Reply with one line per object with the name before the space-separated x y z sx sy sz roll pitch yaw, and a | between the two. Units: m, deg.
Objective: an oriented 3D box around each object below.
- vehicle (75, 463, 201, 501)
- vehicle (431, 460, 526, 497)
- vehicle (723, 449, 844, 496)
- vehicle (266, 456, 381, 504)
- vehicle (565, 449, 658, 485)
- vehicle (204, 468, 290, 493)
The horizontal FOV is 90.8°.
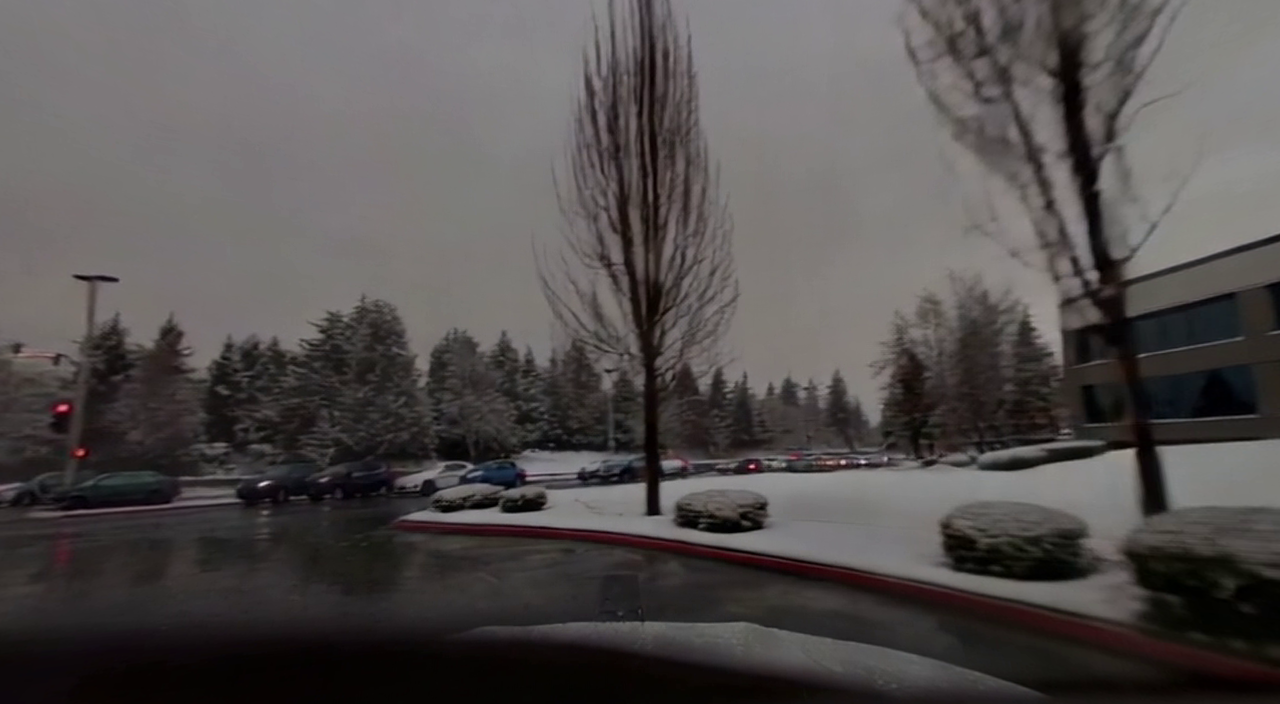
vehicle | -28.888 7.473 36.526 2.086 1.939 5.176 -11 -14 35
vehicle | -7.810 6.103 30.339 4.622 1.479 1.849 -11 -14 34
vehicle | 6.291 5.382 28.078 4.755 1.707 1.889 -12 -14 35
vehicle | -12.240 4.958 24.299 4.934 1.543 1.915 -12 -14 37
vehicle | -1.778 7.022 38.317 5.285 1.837 2.318 -10 -14 33
vehicle | -27.528 9.014 44.411 1.727 1.466 4.721 -11 -14 34
